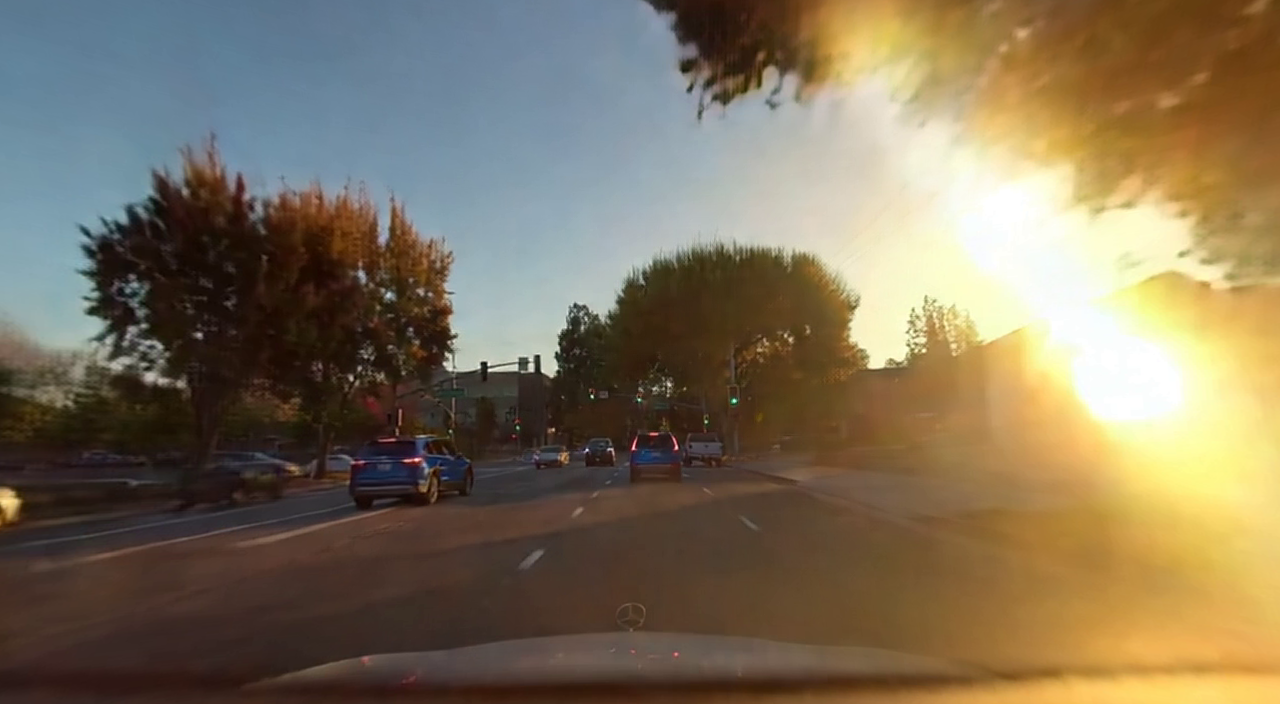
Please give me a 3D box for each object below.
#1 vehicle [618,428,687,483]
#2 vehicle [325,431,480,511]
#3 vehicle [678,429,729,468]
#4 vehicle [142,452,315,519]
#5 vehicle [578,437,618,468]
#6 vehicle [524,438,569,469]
[{"bbox_3d":[0.422,3.704,22.749,2.235,1.778,4.178,0,-9,1],"label":"vehicle"},{"bbox_3d":[-5.614,2.863,15.641,2.052,1.664,4.476,0,-9,1],"label":"vehicle"},{"bbox_3d":[3.539,5.569,36.404,2.338,2.063,5.672,0,-9,0],"label":"vehicle"},{"bbox_3d":[-11.717,3.779,18.454,1.924,1.533,4.714,-5,-9,1],"label":"vehicle"},{"bbox_3d":[-2.421,5.935,37.287,2.058,1.659,4.514,0,-9,0],"label":"vehicle"},{"bbox_3d":[-5.498,6.052,37.619,2.108,1.689,4.316,0,-9,-2],"label":"vehicle"}]
